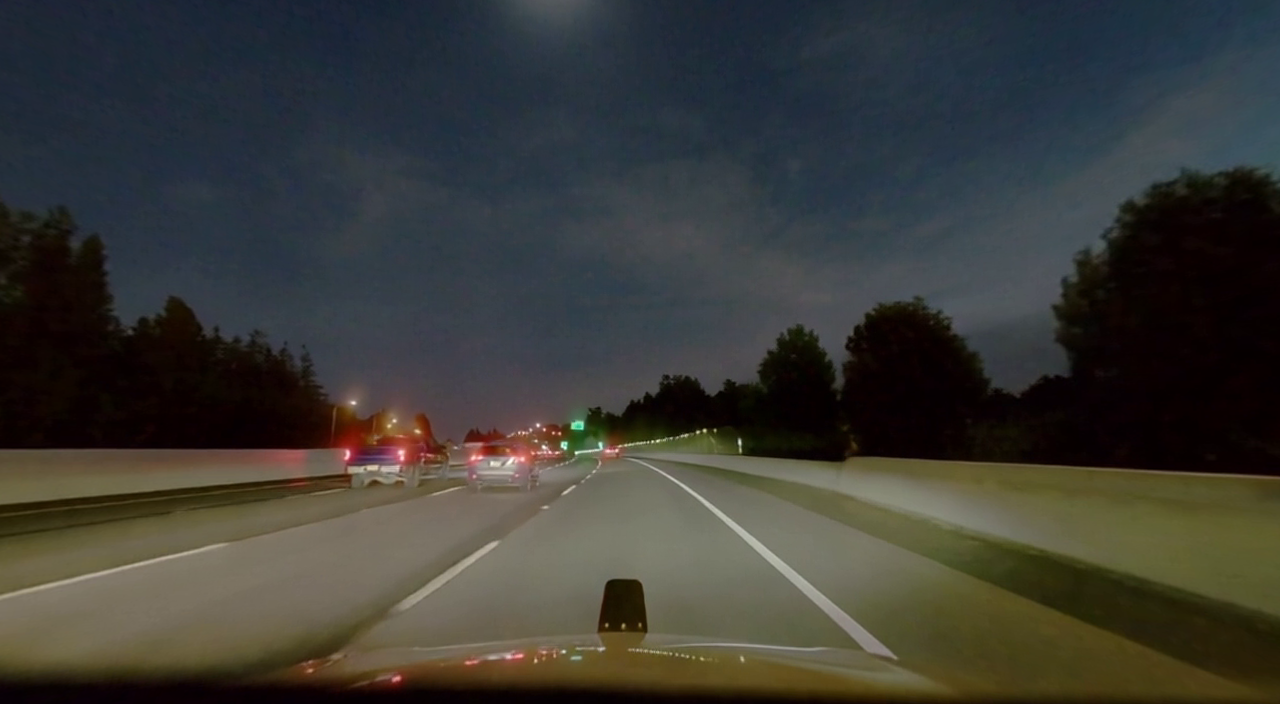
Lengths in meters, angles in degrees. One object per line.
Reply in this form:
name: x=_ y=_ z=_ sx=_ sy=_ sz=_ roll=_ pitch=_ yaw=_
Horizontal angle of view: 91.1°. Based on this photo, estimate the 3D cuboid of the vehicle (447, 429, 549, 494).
vehicle: x=-4.302 y=3.410 z=19.945 sx=2.142 sy=1.789 sz=5.009 roll=0 pitch=-8 yaw=-1

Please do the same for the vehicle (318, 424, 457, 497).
vehicle: x=-7.598 y=3.314 z=19.625 sx=2.160 sy=1.949 sz=5.293 roll=0 pitch=-8 yaw=0
